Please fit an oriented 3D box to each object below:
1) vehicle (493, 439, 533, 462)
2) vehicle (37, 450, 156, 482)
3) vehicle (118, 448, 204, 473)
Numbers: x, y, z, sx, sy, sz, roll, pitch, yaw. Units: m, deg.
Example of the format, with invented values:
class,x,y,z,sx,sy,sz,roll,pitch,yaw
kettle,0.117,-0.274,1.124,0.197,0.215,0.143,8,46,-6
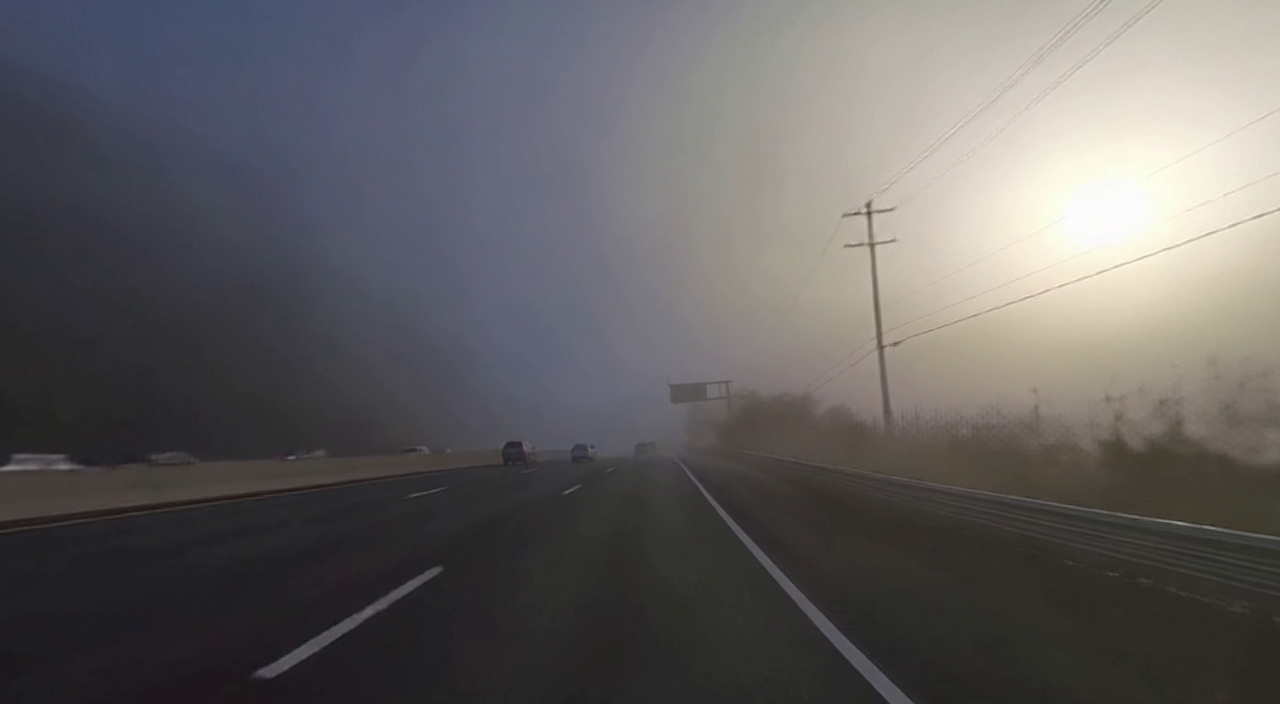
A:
class,x,y,z,sx,sy,sz,roll,pitch,yaw
vehicle,-9.942,7.736,49.448,2.063,1.743,4.392,0,-8,3
vehicle,-27.671,5.774,32.209,1.874,1.478,4.568,0,-9,2
vehicle,-31.096,7.073,40.941,1.868,1.495,4.576,-1,-9,3
